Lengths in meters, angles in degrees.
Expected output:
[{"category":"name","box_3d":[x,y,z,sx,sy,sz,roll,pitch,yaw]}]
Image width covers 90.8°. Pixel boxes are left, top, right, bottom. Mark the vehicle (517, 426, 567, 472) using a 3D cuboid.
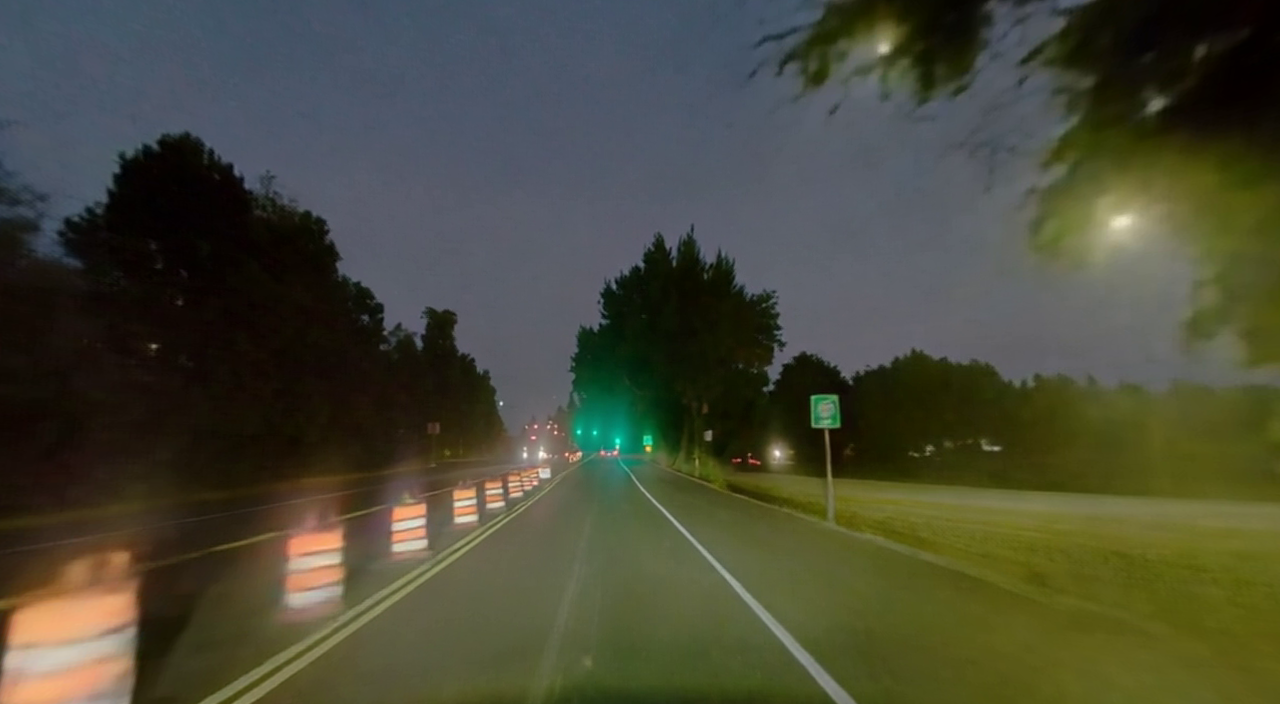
[{"category":"vehicle","box_3d":[-5.636,5.636,36.837,2.380,2.488,4.028,2,-8,-3]}]
